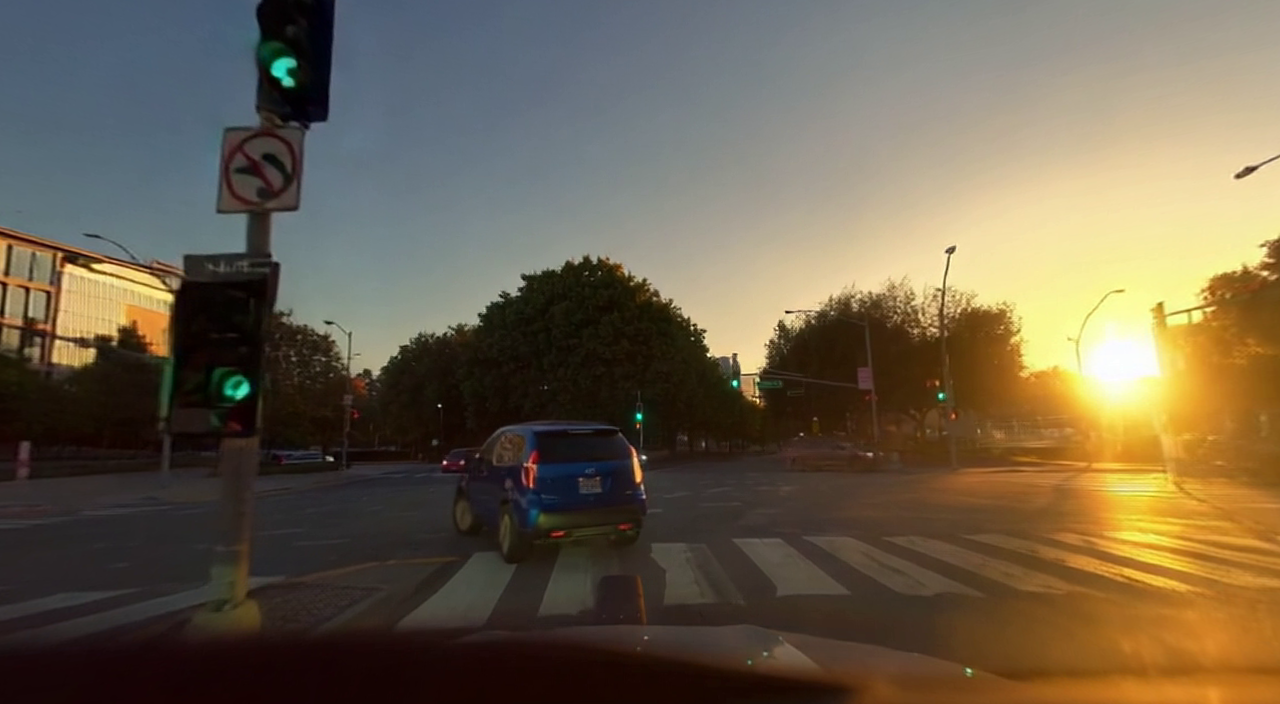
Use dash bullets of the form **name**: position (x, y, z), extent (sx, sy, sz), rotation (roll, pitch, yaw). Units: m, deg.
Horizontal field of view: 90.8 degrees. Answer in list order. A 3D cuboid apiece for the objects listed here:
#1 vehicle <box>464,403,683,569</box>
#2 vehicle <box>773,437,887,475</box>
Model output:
- **vehicle**: position (-1.218, 1.804, 9.268), extent (2.085, 1.807, 4.038), rotation (3, -9, -22)
- **vehicle**: position (8.748, 4.794, 29.263), extent (4.529, 1.604, 2.130), rotation (-6, -10, 35)
